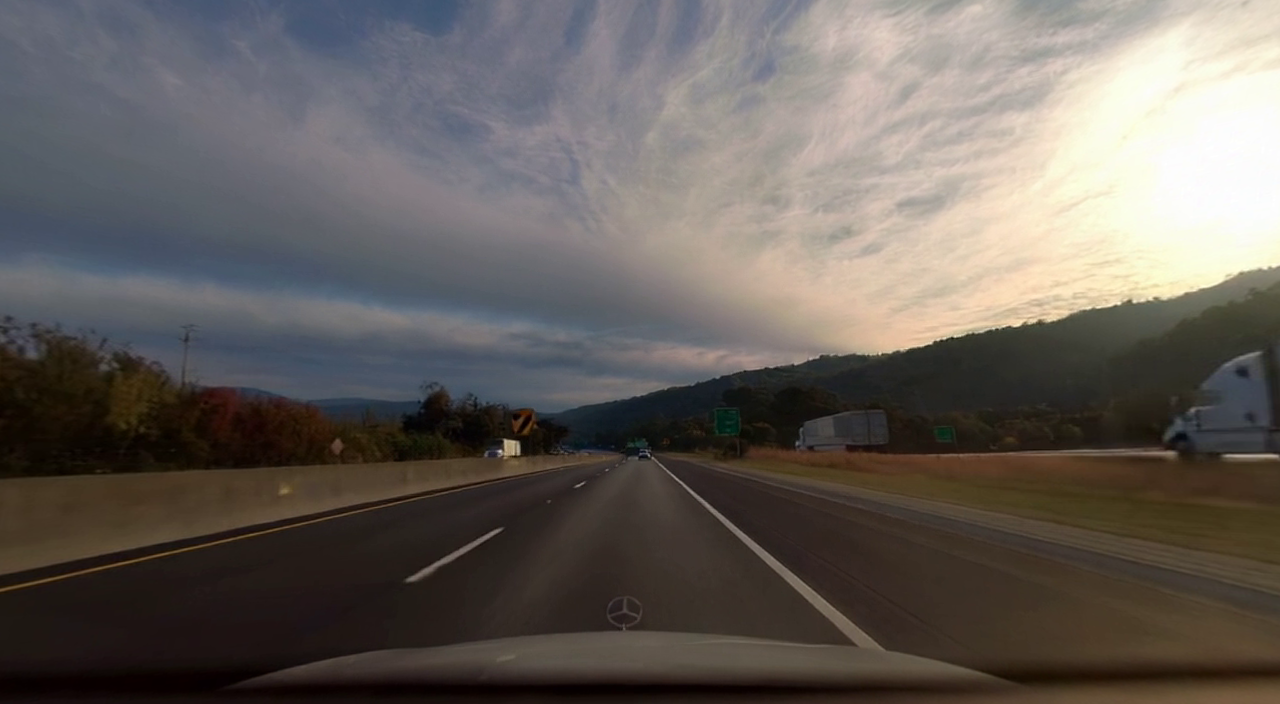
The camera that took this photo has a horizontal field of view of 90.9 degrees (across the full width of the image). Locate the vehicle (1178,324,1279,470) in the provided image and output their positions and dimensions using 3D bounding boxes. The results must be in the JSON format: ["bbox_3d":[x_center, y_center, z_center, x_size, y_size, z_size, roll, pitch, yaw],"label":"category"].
[{"bbox_3d":[20.377,1.347,18.727,2.928,4.284,6.301,0,-9,0],"label":"vehicle"}]
